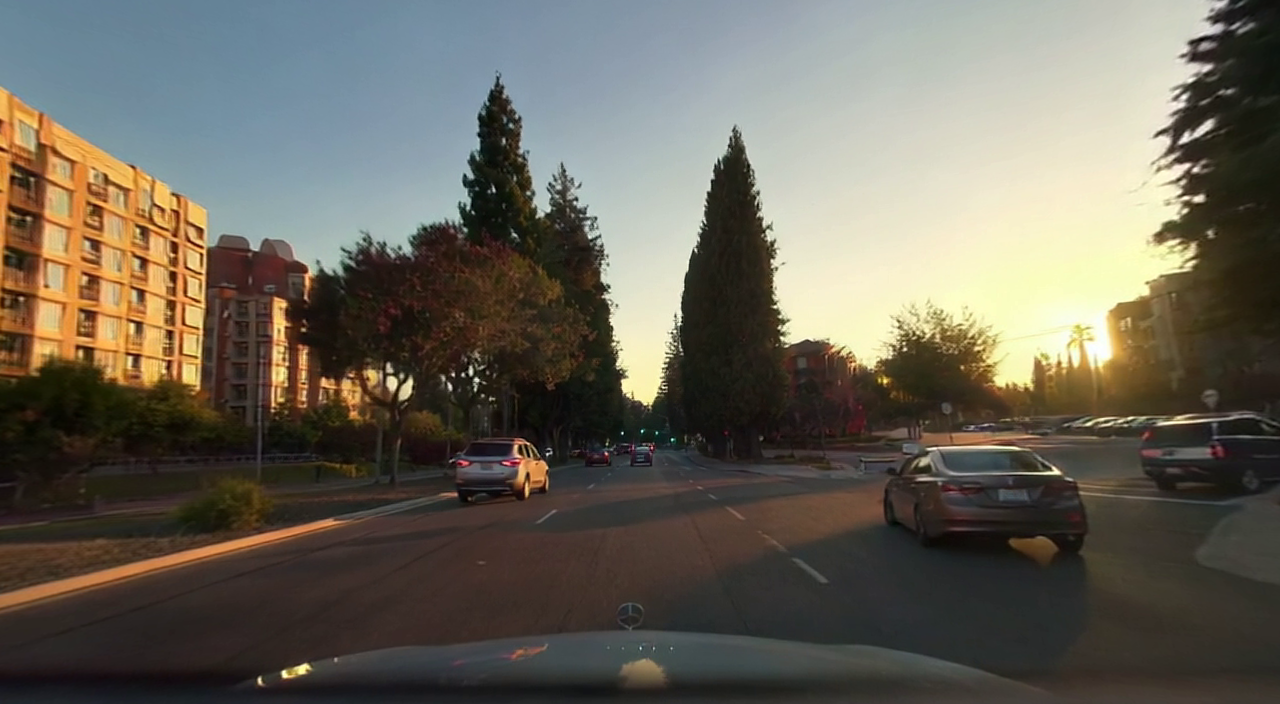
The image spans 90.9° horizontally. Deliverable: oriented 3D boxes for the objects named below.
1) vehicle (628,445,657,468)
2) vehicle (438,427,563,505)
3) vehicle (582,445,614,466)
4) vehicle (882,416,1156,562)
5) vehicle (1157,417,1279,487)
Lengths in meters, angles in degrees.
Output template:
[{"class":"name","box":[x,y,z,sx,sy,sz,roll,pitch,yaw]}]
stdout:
[{"class":"vehicle","box":[0.230,7.318,44.198,1.940,1.501,4.133,0,-8,1]},{"class":"vehicle","box":[-3.611,3.057,17.424,2.216,1.828,4.886,0,-8,2]},{"class":"vehicle","box":[-3.228,8.124,49.637,2.091,1.548,4.604,0,-8,2]},{"class":"vehicle","box":[5.071,1.853,9.297,1.969,1.593,4.293,-2,-9,10]},{"class":"vehicle","box":[16.088,2.564,16.313,4.735,1.597,1.950,3,-9,-21]}]
